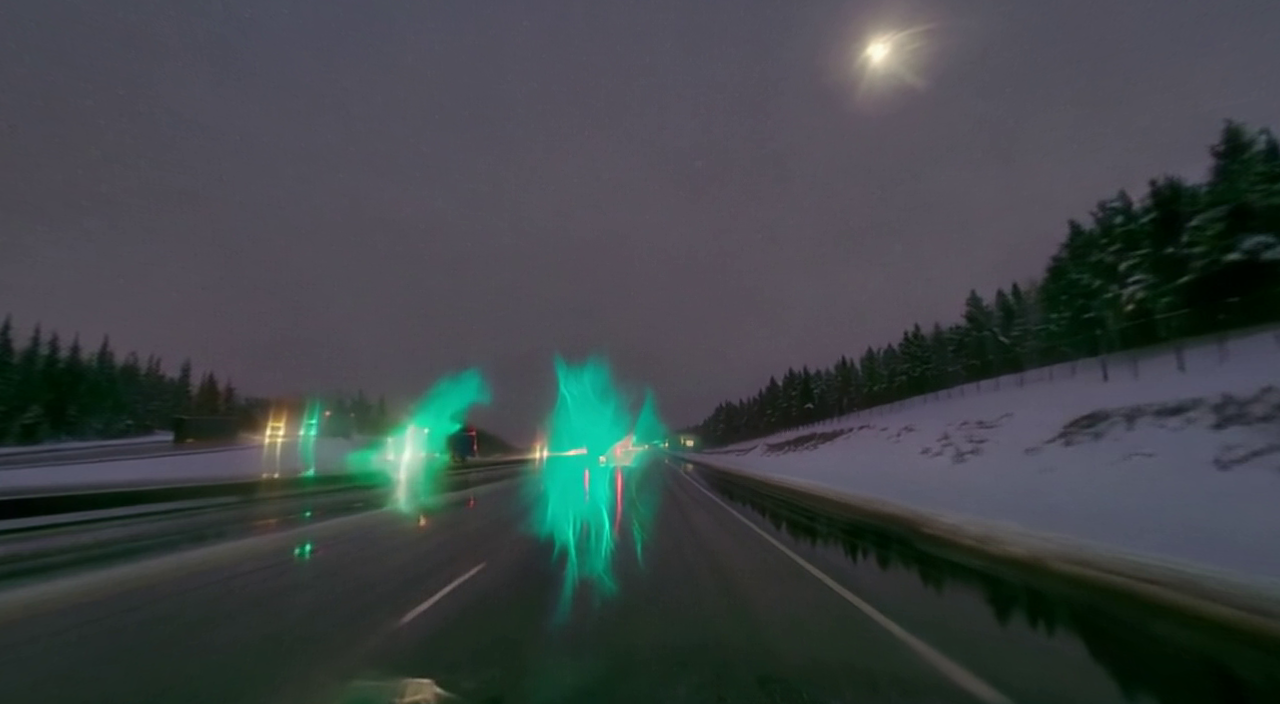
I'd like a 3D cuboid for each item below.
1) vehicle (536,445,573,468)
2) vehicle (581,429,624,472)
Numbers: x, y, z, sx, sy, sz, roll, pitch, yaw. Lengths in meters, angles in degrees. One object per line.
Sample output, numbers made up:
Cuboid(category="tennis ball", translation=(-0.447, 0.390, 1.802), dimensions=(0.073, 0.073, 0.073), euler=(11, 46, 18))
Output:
Cuboid(category="vehicle", translation=(-6.541, 8.072, 48.735), dimensions=(2.164, 1.664, 4.252), euler=(0, -9, 1))
Cuboid(category="vehicle", translation=(-2.387, 6.491, 41.627), dimensions=(2.437, 2.565, 5.829), euler=(0, -9, 0))
